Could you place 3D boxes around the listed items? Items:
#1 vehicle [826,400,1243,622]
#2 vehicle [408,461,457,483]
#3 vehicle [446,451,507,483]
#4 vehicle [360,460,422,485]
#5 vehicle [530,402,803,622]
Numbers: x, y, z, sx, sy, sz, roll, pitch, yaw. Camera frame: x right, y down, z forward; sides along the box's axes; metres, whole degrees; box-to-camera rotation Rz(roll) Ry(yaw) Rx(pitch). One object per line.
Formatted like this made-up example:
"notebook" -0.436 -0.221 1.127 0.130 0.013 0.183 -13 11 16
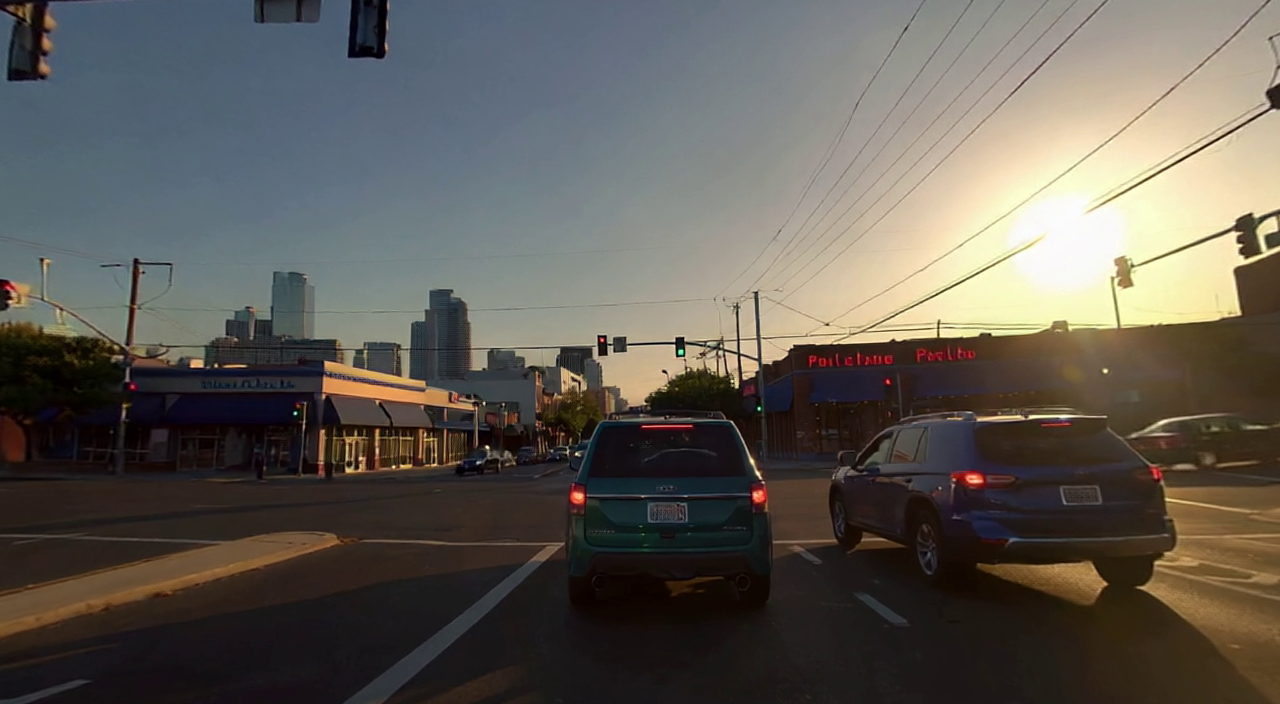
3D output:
"vehicle" 3.614 1.514 6.950 1.976 1.664 4.189 -1 -8 2
"vehicle" -15.490 8.955 47.270 1.875 1.475 4.449 -1 -8 5
"vehicle" -9.548 6.759 37.272 2.023 1.713 4.451 -1 -8 6
"vehicle" -16.253 7.838 41.380 1.872 1.433 4.404 -1 -8 7
"vehicle" 0.251 1.512 6.829 2.098 1.682 3.778 0 -8 2
